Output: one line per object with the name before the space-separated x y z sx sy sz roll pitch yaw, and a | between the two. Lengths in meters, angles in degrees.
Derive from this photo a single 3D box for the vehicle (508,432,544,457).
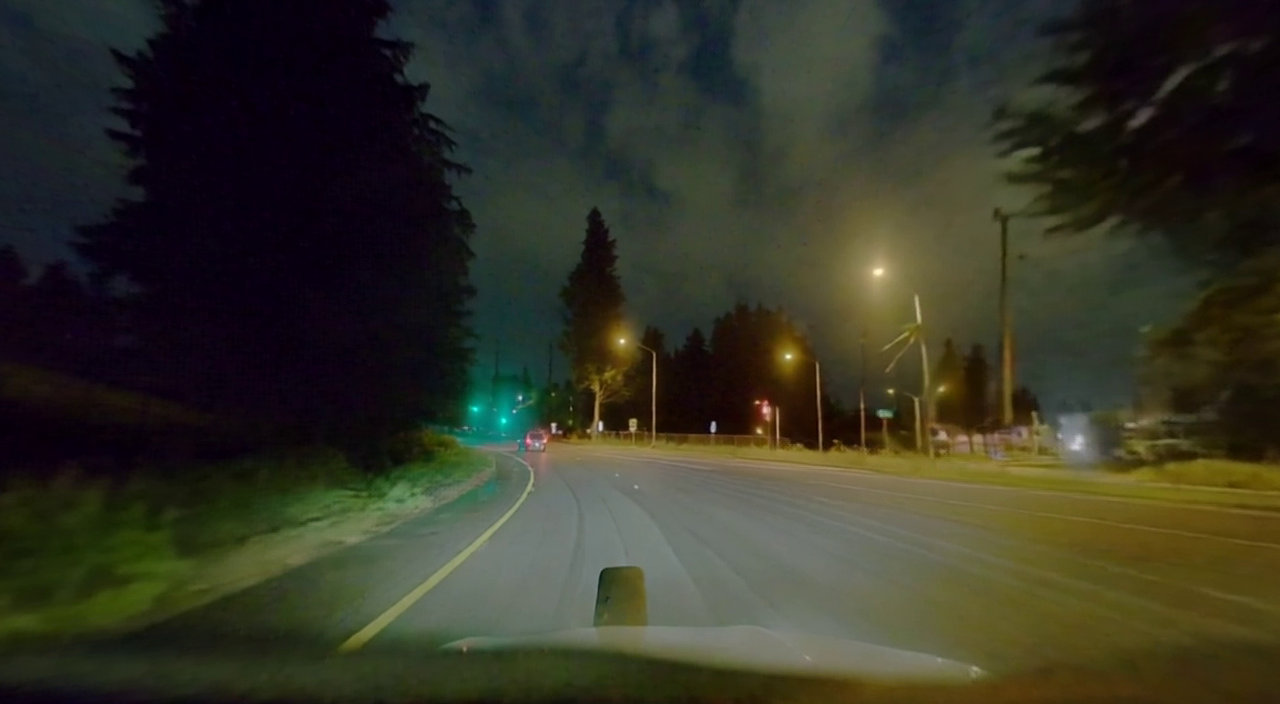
vehicle | -8.579 6.924 47.003 1.947 1.729 4.051 3 -9 -19
